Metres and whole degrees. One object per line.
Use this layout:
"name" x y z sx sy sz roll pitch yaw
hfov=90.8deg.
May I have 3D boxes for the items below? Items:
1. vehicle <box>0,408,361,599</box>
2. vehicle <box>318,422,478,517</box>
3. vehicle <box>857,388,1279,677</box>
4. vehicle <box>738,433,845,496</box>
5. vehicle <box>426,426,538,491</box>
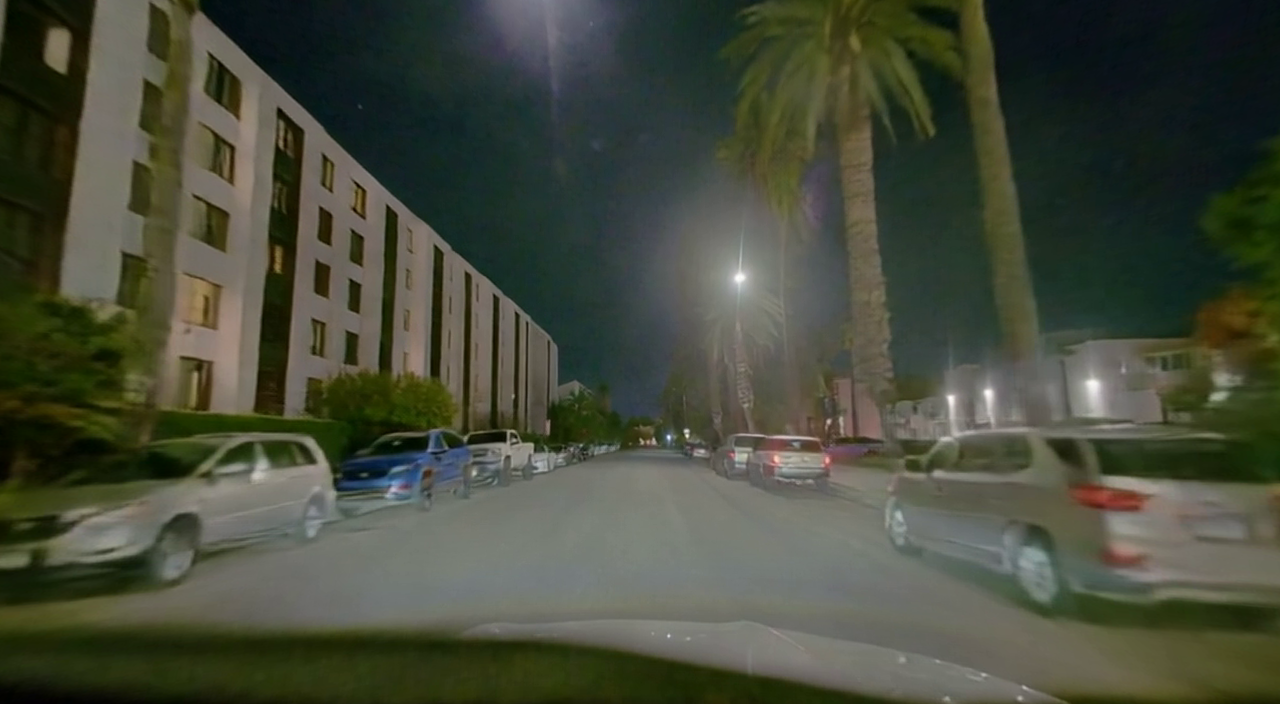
"vehicle" -5.685 1.792 8.425 1.947 1.806 4.413 1 -8 -1
"vehicle" -5.507 2.706 15.166 2.087 1.896 4.554 0 -8 -1
"vehicle" 4.242 1.490 6.508 2.201 1.787 5.007 0 -8 0
"vehicle" 4.595 3.510 20.062 2.220 1.738 4.800 0 -8 1
"vehicle" -5.393 3.770 22.679 2.227 1.967 6.220 0 -9 2
